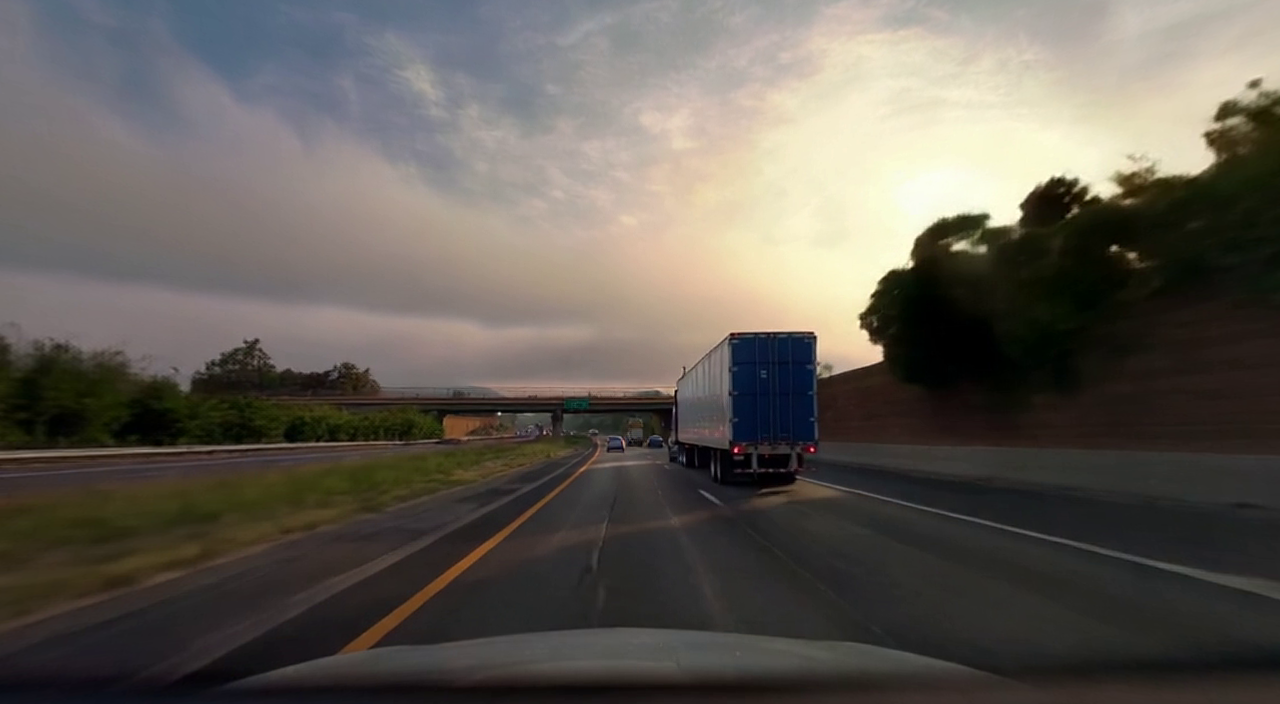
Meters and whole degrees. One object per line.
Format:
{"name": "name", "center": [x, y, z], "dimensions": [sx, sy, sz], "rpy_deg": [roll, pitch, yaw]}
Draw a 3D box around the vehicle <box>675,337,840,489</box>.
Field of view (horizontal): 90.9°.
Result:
{"name": "vehicle", "center": [3.506, 2.502, 23.920], "dimensions": [2.965, 4.033, 14.299], "rpy_deg": [0, -7, -2]}
